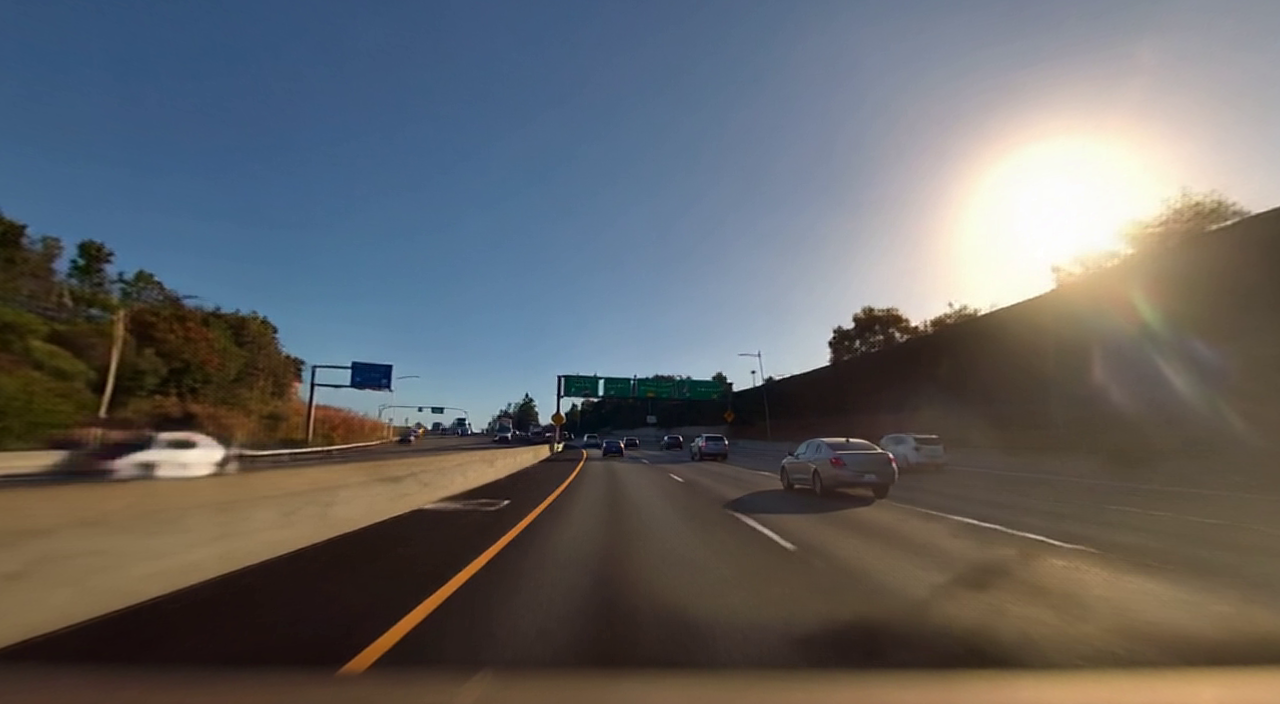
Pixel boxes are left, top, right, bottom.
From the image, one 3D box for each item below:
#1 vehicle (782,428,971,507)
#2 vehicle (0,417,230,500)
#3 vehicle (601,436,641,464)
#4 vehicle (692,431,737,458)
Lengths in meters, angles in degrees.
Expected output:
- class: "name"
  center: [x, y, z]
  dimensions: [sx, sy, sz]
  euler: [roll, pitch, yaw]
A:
- class: "vehicle"
  center: [5.090, 2.562, 14.526]
  dimensions: [2.196, 1.494, 4.735]
  euler: [1, -9, -5]
- class: "vehicle"
  center: [-12.470, 2.531, 15.313]
  dimensions: [1.954, 1.693, 4.417]
  euler: [0, -9, 1]
- class: "vehicle"
  center: [-1.150, 5.678, 36.818]
  dimensions: [2.090, 1.510, 4.280]
  euler: [1, -9, -5]
- class: "vehicle"
  center: [4.803, 6.024, 41.195]
  dimensions: [2.094, 1.652, 3.955]
  euler: [1, -9, -5]
